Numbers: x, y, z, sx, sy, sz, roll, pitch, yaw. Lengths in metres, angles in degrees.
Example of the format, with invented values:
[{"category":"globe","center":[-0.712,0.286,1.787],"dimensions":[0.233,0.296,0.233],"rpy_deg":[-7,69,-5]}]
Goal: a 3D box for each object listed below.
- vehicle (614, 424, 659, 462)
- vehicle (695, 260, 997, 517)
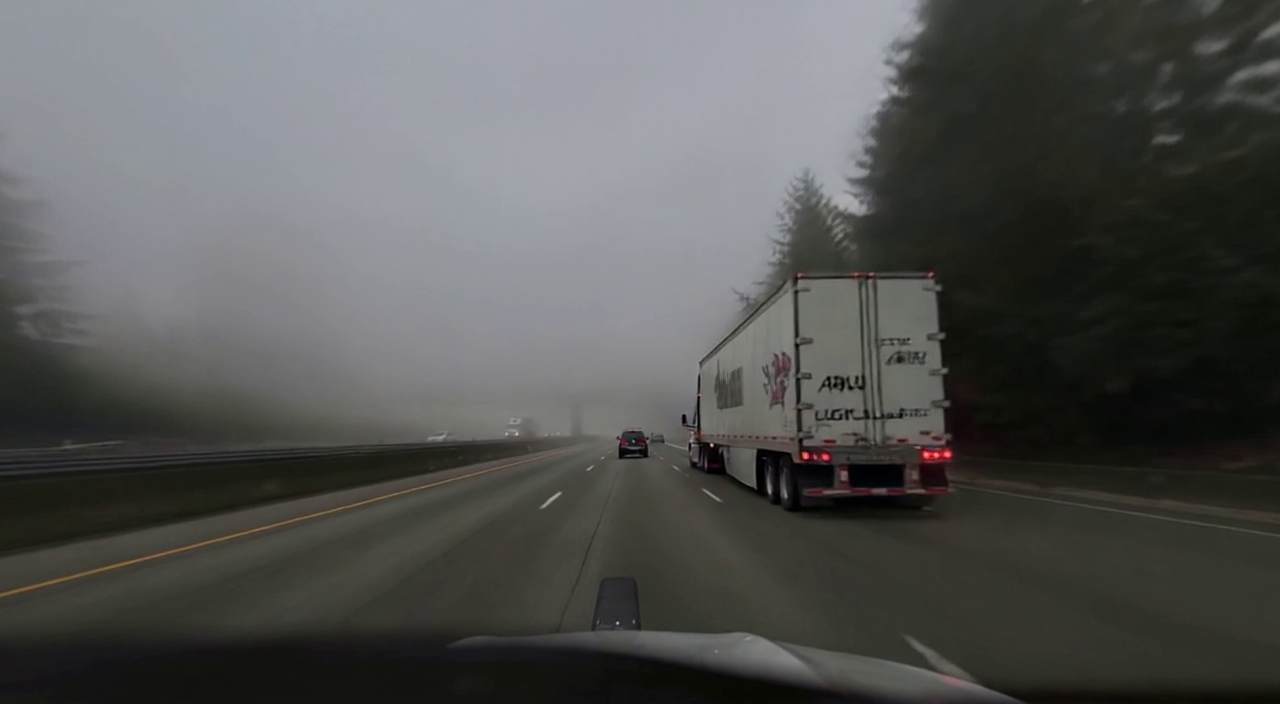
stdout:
[{"category":"vehicle","center":[-0.236,4.943,34.453],"dimensions":[2.277,1.913,4.510],"rpy_deg":[0,-8,-1]},{"category":"vehicle","center":[3.787,1.458,16.861],"dimensions":[2.987,4.021,14.105],"rpy_deg":[0,-8,-2]}]
